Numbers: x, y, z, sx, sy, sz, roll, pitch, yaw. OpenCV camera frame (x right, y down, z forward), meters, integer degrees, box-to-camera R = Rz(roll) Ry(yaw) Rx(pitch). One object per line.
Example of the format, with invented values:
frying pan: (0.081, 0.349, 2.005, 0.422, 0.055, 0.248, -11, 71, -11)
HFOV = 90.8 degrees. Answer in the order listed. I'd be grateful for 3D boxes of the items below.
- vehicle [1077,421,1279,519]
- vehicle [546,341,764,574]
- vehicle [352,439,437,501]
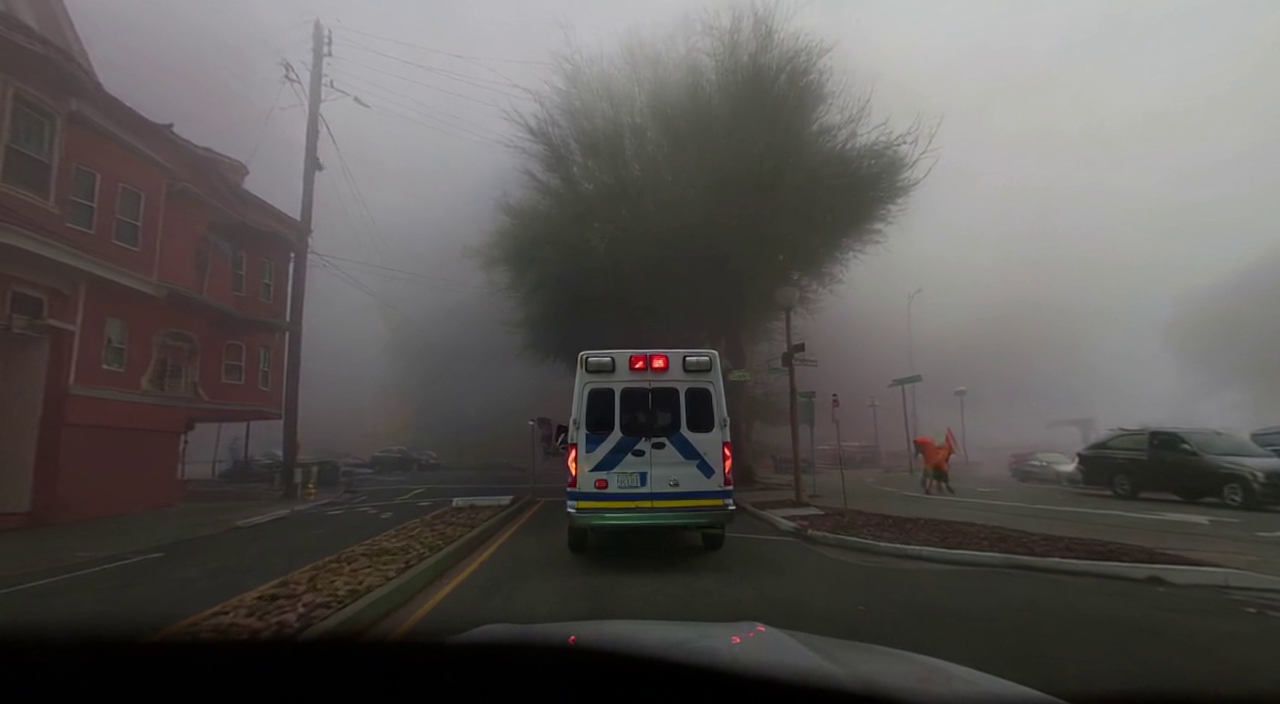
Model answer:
vehicle: (13.258, 2.559, 13.974, 5.270, 1.966, 2.329, -2, -8, 11)
vehicle: (0.175, 1.581, 10.008, 2.444, 2.640, 5.482, 0, -8, 0)
vehicle: (-8.340, 3.865, 21.281, 2.290, 1.776, 4.947, 3, -9, -23)
